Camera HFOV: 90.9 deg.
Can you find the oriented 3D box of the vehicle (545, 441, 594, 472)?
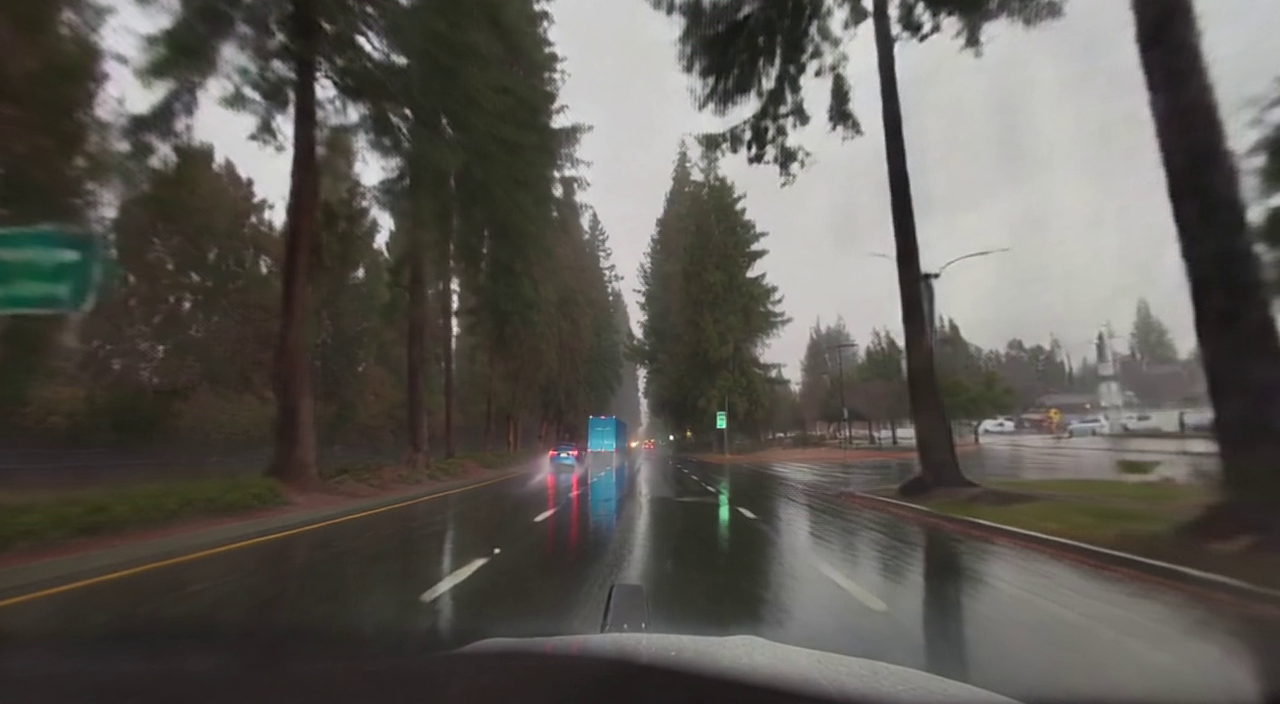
[{"bbox_3d":[-3.568,5.349,32.587,2.005,1.462,4.345,0,-8,1],"label":"vehicle"}]
